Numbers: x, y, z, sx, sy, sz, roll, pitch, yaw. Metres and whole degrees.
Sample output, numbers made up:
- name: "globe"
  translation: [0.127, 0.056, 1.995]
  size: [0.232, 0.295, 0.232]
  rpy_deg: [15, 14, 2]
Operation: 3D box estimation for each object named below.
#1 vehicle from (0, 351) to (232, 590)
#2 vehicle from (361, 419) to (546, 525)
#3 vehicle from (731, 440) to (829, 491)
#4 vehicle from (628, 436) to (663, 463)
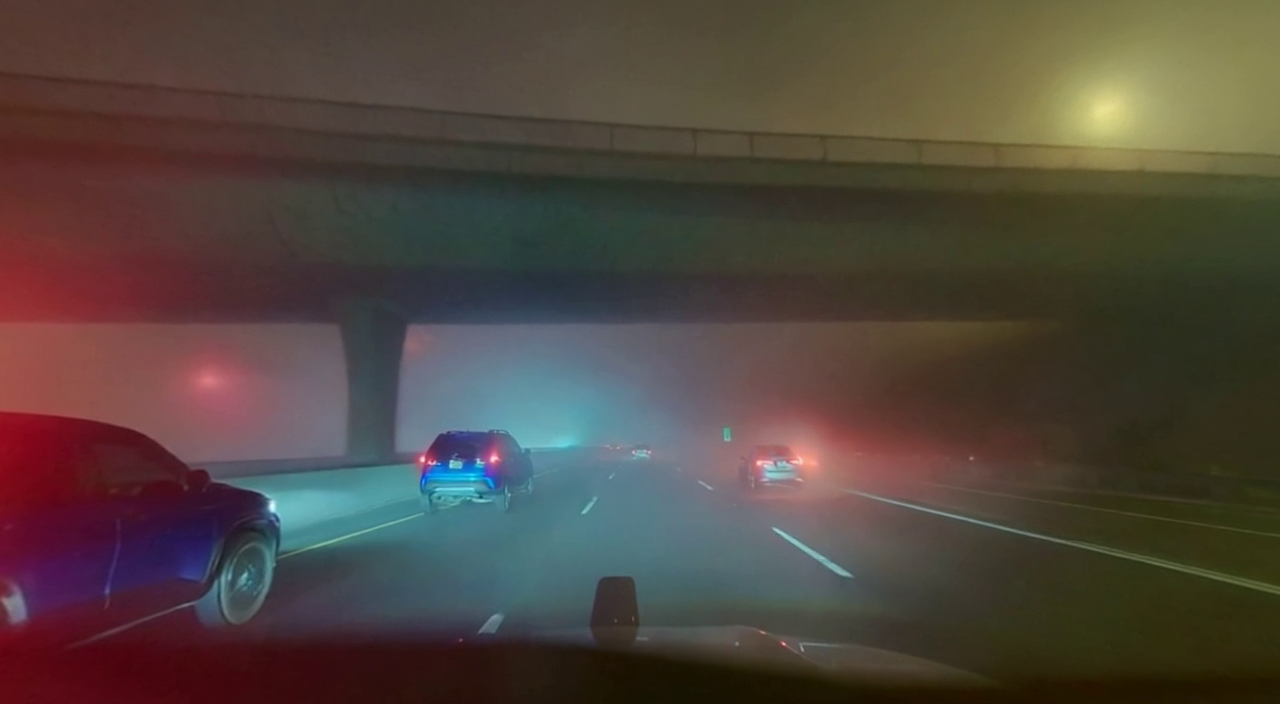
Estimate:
- name: "vehicle"
  translation: [-6.459, 1.021, 5.520]
  size: [2.327, 1.958, 5.113]
  rpy_deg: [0, -8, 0]
- name: "vehicle"
  translation: [-3.221, 2.171, 11.934]
  size: [2.193, 1.641, 4.077]
  rpy_deg: [0, -8, 1]
- name: "vehicle"
  translation: [4.303, 3.549, 20.172]
  size: [2.083, 1.453, 4.307]
  rpy_deg: [0, -8, -1]
- name: "vehicle"
  translation: [0.394, 7.040, 45.614]
  size: [2.428, 1.841, 4.402]
  rpy_deg: [0, -8, 1]
